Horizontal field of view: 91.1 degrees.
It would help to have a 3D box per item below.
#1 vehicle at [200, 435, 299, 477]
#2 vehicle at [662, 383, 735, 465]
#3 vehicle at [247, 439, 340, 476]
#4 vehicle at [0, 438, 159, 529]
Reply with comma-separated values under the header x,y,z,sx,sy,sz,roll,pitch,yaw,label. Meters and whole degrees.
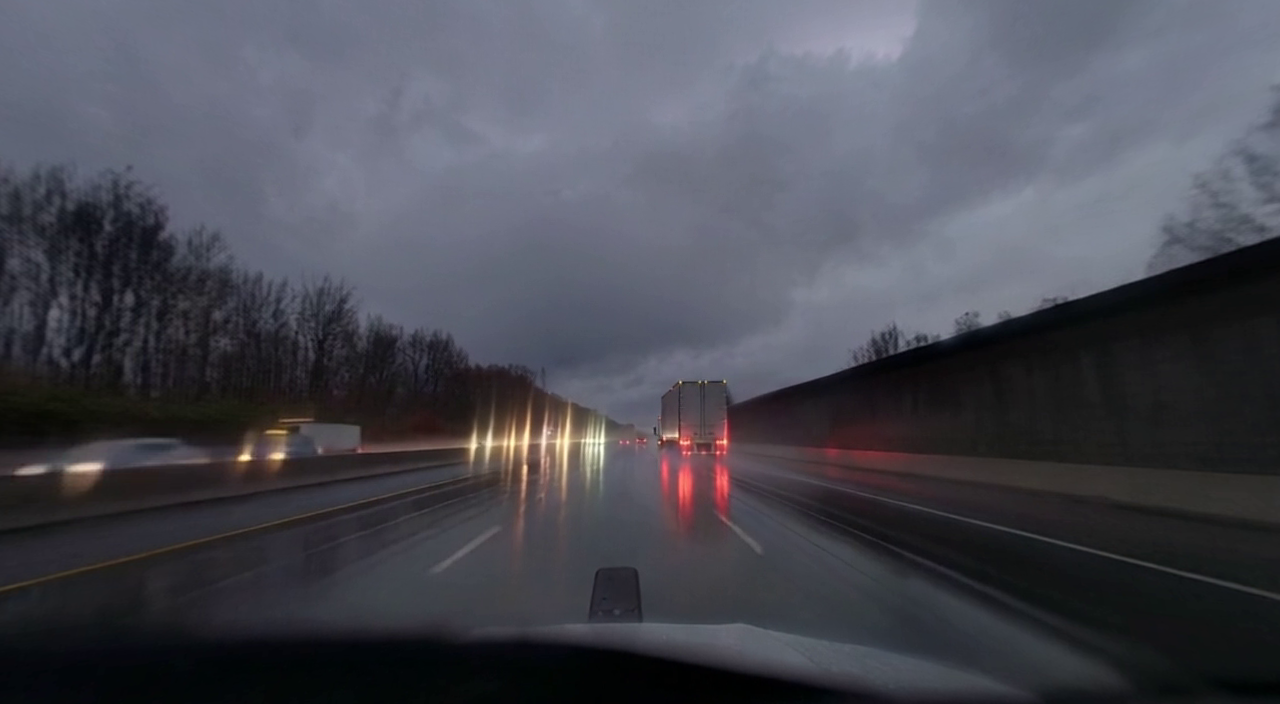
x,y,z,sx,sy,sz,roll,pitch,yaw,label
-19.707,5.226,32.017,2.019,1.935,4.778,0,-8,-1,vehicle
3.277,4.678,39.845,2.979,4.161,15.508,1,-7,-1,vehicle
-16.249,4.945,29.771,1.972,1.595,4.326,0,-8,0,vehicle
-11.750,2.420,12.037,1.864,1.515,4.052,0,-8,-1,vehicle
